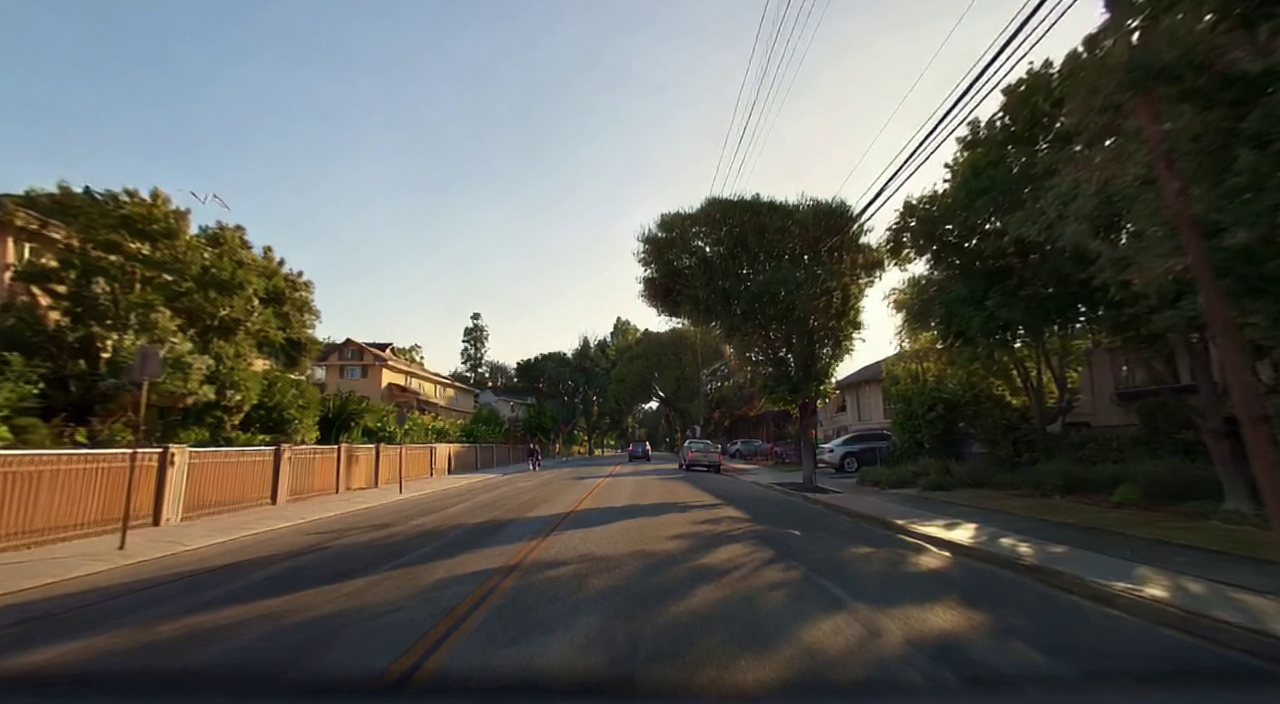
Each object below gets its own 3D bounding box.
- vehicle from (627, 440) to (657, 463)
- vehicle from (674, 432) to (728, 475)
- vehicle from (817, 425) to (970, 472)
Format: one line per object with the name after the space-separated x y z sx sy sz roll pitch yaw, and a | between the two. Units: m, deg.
0.139 7.661 48.852 2.177 1.703 4.110 0 -9 0 | vehicle
3.222 5.515 34.535 2.278 1.933 5.860 4 -8 0 | vehicle
11.254 4.352 28.412 5.846 1.971 2.273 -1 -9 2 | vehicle
